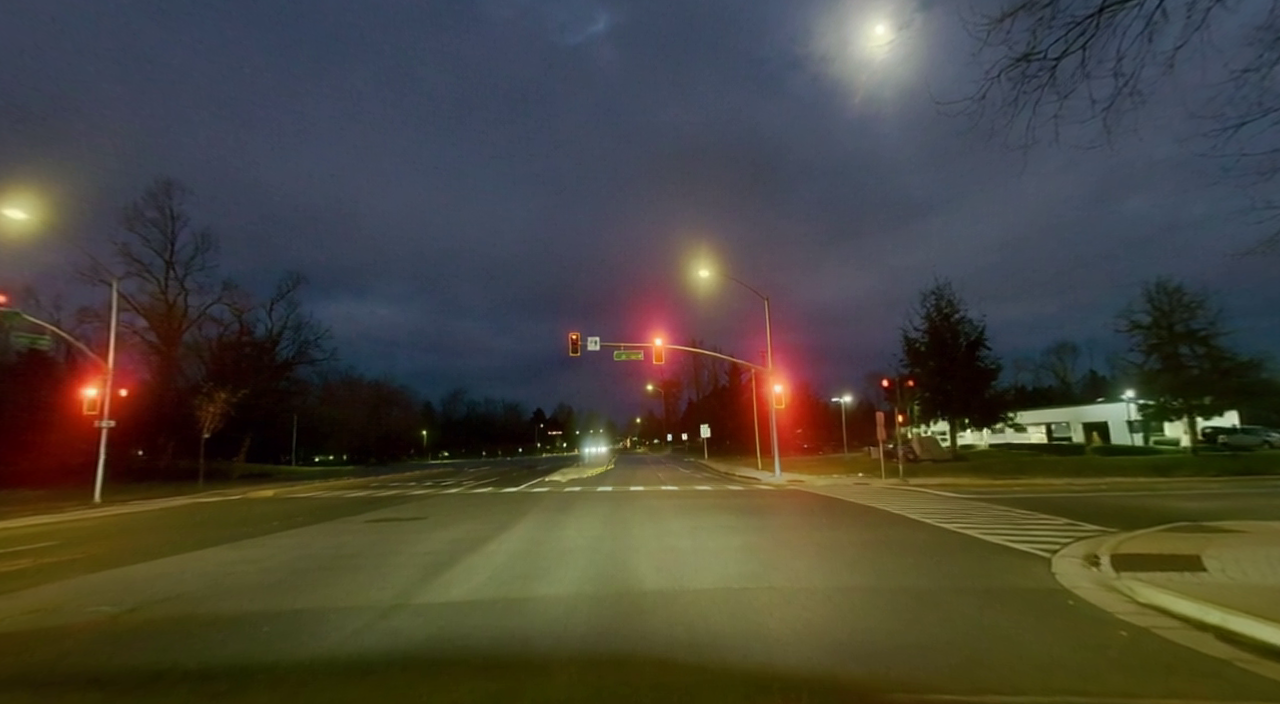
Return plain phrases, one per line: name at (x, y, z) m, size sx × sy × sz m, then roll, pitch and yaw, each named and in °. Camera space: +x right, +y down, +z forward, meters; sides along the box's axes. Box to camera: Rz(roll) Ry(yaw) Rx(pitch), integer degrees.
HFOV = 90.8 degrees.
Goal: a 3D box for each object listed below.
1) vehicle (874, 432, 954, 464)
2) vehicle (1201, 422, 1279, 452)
vehicle at (14.957, 5.292, 34.767) m, size 1.959 × 1.471 × 4.570 m, roll -4°, pitch -8°, yaw -5°
vehicle at (34.098, 4.765, 35.122) m, size 1.832 × 1.521 × 4.266 m, roll 0°, pitch -9°, yaw 1°
